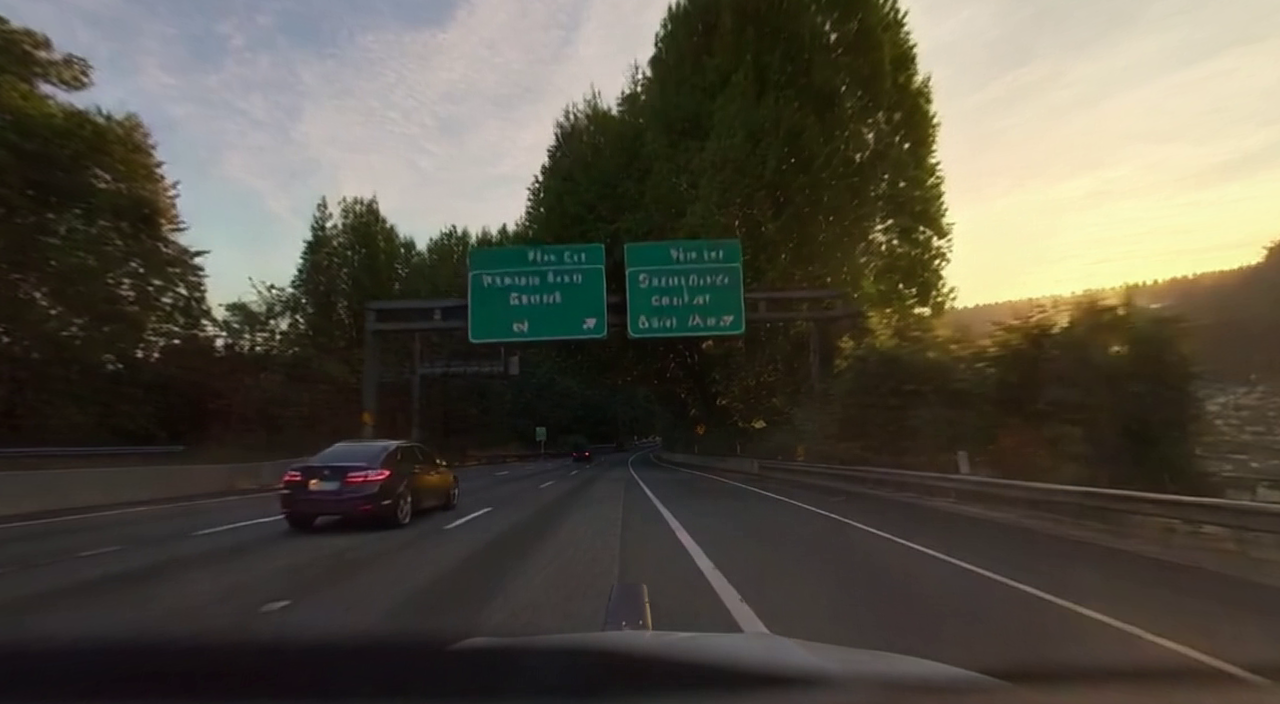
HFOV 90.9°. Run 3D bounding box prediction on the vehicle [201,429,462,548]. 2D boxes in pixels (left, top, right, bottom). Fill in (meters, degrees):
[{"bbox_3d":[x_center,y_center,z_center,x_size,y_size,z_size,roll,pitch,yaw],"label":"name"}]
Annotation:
[{"bbox_3d":[-4.803,2.199,10.890,2.065,1.551,4.889,0,-9,-1],"label":"vehicle"}]
